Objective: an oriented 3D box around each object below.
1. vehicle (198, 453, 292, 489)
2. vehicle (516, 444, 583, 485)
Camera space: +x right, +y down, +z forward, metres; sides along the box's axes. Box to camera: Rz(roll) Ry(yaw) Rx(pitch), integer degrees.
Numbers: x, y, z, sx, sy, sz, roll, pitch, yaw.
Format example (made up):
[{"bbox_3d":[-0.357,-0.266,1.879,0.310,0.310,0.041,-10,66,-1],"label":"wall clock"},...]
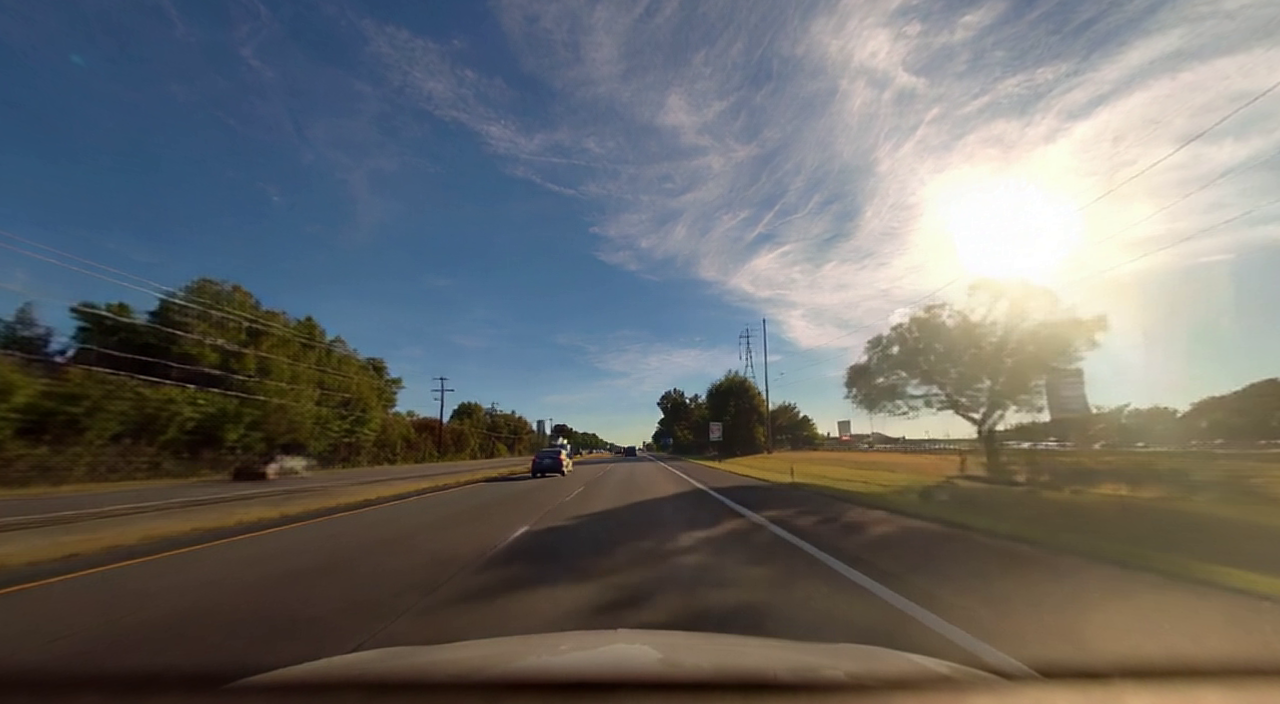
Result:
[{"bbox_3d":[-17.703,5.325,28.309,1.728,1.462,3.810,0,-9,0],"label":"vehicle"},{"bbox_3d":[-3.652,4.641,26.084,2.123,1.545,4.404,0,-9,0],"label":"vehicle"}]
